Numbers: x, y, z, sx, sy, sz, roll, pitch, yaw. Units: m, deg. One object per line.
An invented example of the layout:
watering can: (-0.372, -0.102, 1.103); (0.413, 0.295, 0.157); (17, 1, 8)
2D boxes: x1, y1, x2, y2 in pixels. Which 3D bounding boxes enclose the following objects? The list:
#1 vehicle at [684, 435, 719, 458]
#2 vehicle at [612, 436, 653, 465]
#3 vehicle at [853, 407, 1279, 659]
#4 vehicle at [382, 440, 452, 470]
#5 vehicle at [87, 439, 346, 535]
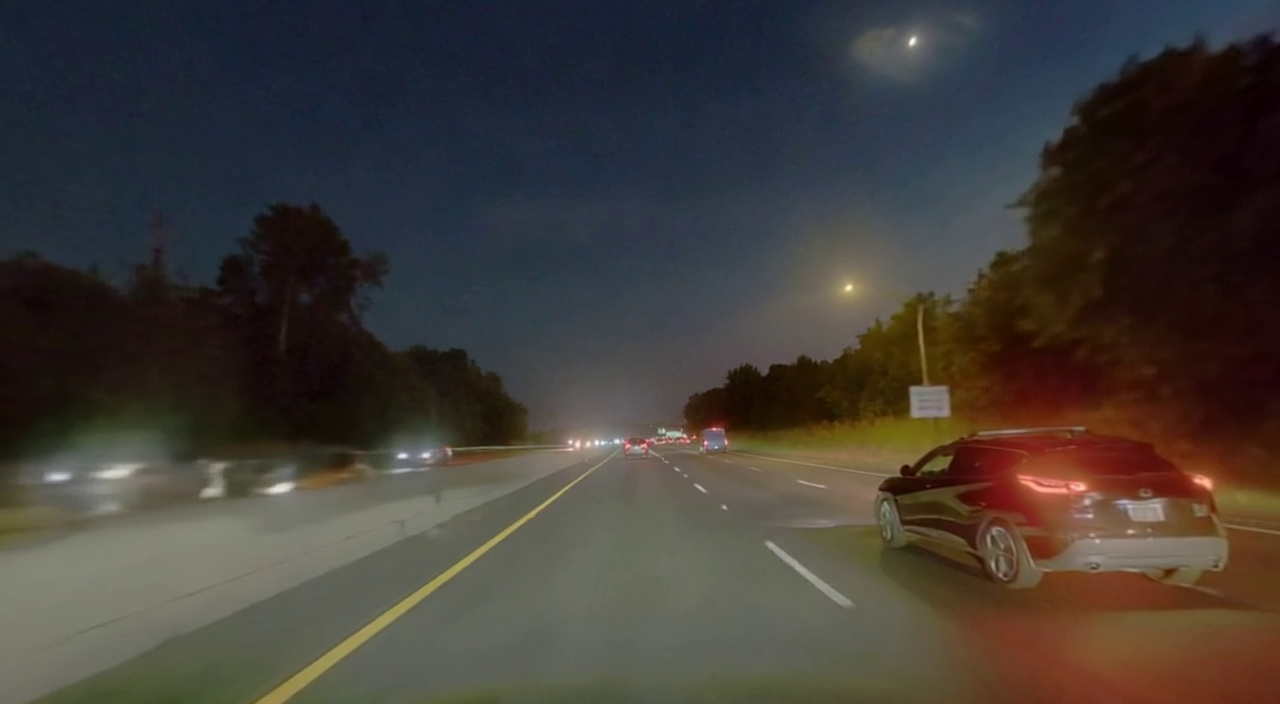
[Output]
vehicle: (4.345, 6.718, 44.937); (1.995, 1.556, 3.893); (0, -8, -2)
vehicle: (-0.410, 5.271, 34.033); (2.055, 1.466, 4.317); (0, -8, -1)
vehicle: (3.930, 1.397, 6.202); (1.961, 1.495, 4.743); (0, -8, -1)
vehicle: (-11.394, 5.267, 32.551); (1.949, 1.422, 4.500); (0, -8, 0)
vehicle: (-7.753, 2.448, 12.239); (1.929, 1.456, 4.458); (0, -8, 0)
